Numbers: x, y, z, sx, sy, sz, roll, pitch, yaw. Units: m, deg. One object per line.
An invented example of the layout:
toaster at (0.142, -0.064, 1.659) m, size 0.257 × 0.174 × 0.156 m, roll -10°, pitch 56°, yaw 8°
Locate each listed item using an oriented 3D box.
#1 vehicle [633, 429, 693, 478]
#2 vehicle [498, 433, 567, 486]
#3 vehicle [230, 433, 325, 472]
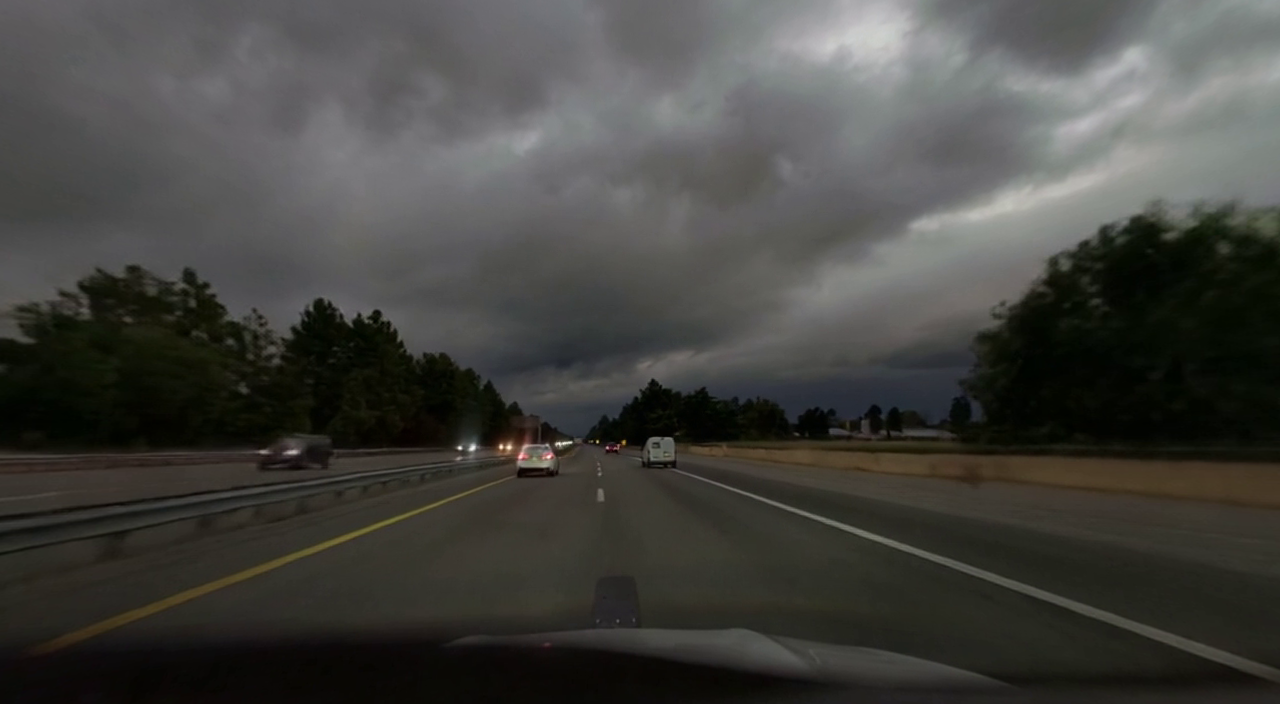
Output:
vehicle at (0.903, 4.491, 27.822) m, size 2.179 × 1.930 × 4.538 m, roll 0°, pitch -9°, yaw -4°
vehicle at (-3.769, 3.865, 22.689) m, size 1.963 × 1.711 × 4.284 m, roll 0°, pitch -9°, yaw -3°
vehicle at (-17.102, 4.769, 29.841) m, size 2.031 × 1.718 × 4.506 m, roll 0°, pitch -9°, yaw -4°
